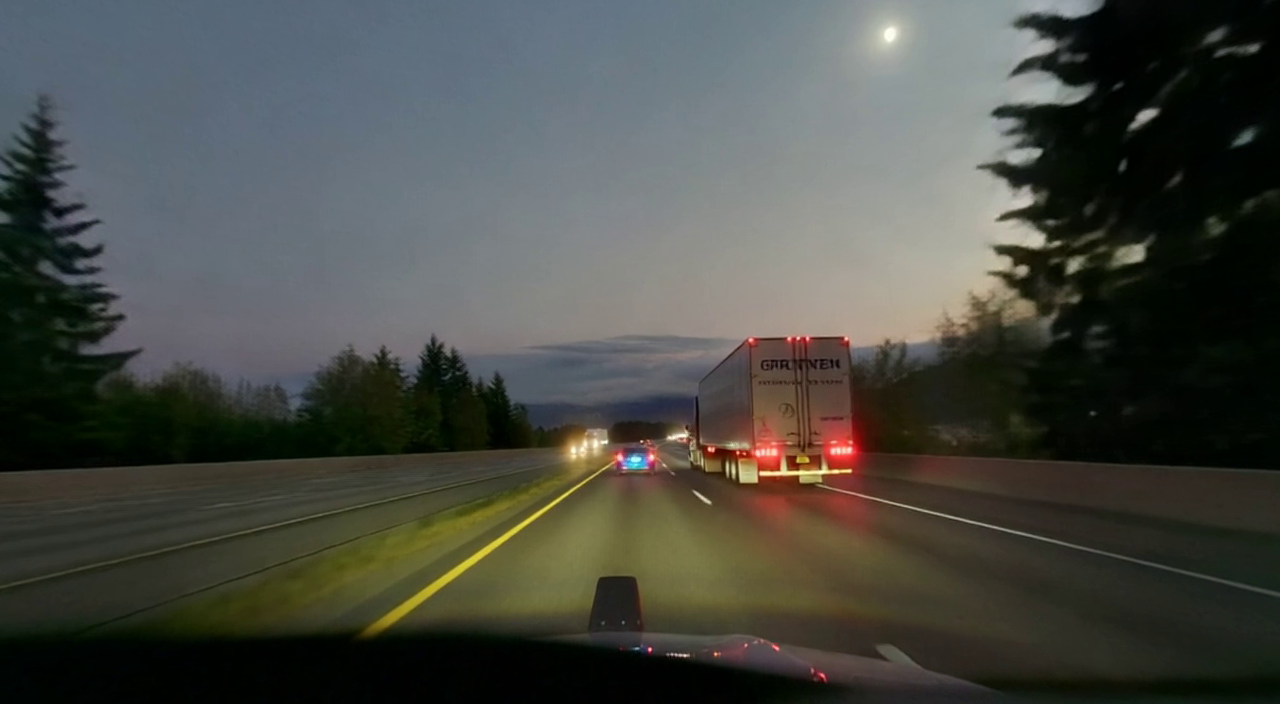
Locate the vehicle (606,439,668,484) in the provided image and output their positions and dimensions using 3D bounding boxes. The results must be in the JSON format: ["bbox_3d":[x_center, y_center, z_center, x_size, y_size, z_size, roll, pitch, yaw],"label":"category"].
[{"bbox_3d":[-0.095,3.976,23.097,2.074,1.475,3.960,0,-9,0],"label":"vehicle"}]

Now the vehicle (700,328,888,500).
[{"bbox_3d":[4.280,2.542,22.104,2.909,4.074,14.457,0,-9,0],"label":"vehicle"}]
